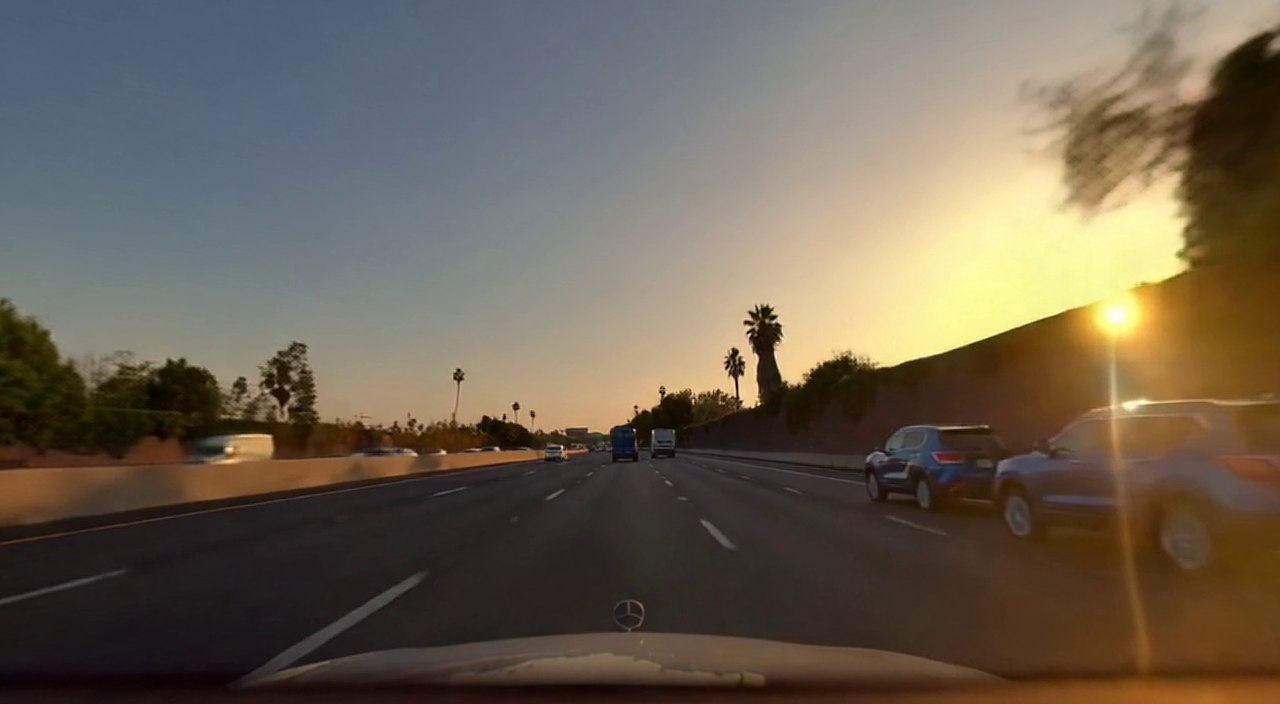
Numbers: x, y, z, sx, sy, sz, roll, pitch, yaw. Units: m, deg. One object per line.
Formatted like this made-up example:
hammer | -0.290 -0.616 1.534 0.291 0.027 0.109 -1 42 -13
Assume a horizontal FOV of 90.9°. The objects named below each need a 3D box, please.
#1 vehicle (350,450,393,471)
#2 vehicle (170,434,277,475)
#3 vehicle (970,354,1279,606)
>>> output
vehicle | -18.668 7.526 43.960 1.523 1.372 3.385 0 -8 0
vehicle | -25.786 6.374 39.481 2.182 2.322 6.593 0 -8 0
vehicle | 6.804 1.473 7.986 2.408 2.210 4.999 0 -8 -1
